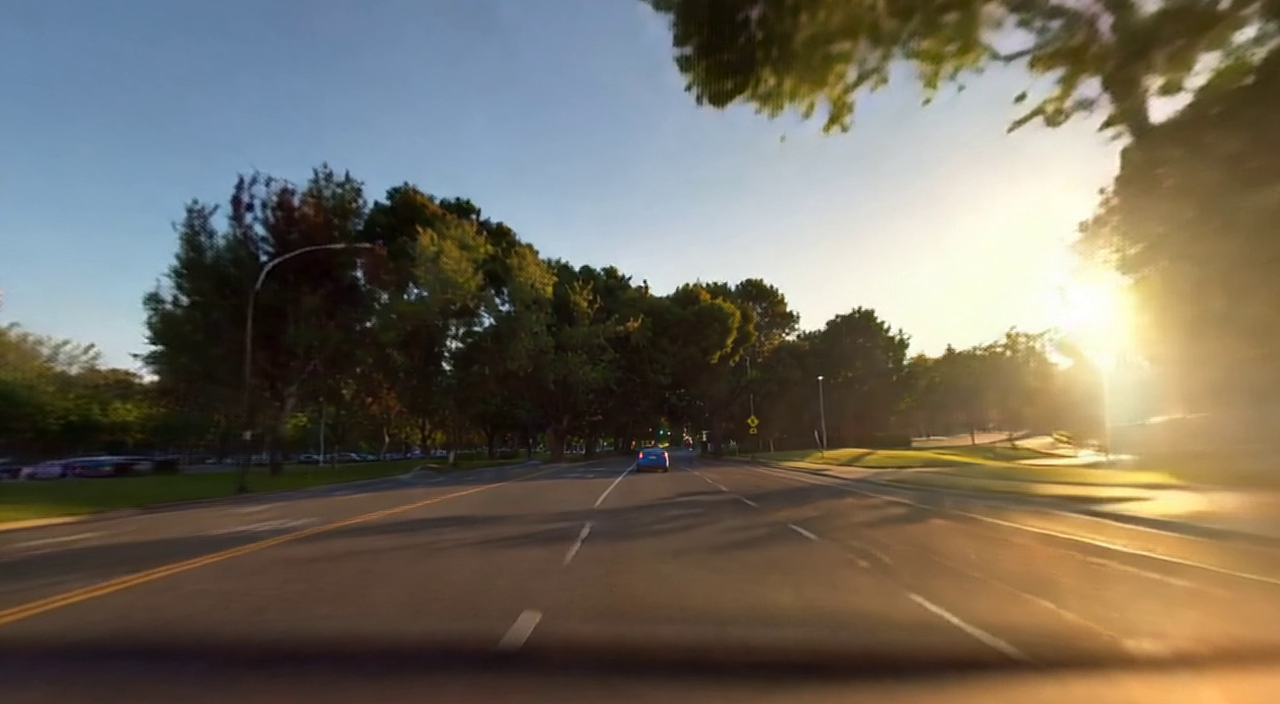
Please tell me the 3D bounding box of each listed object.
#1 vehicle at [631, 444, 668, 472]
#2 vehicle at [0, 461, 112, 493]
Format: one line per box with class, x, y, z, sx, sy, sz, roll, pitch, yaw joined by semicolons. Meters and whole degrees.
vehicle;0.509;6.087;36.570;1.978;1.499;3.915;-1;-8;0
vehicle;-30.117;6.337;32.146;4.617;1.450;1.968;-1;-8;1
